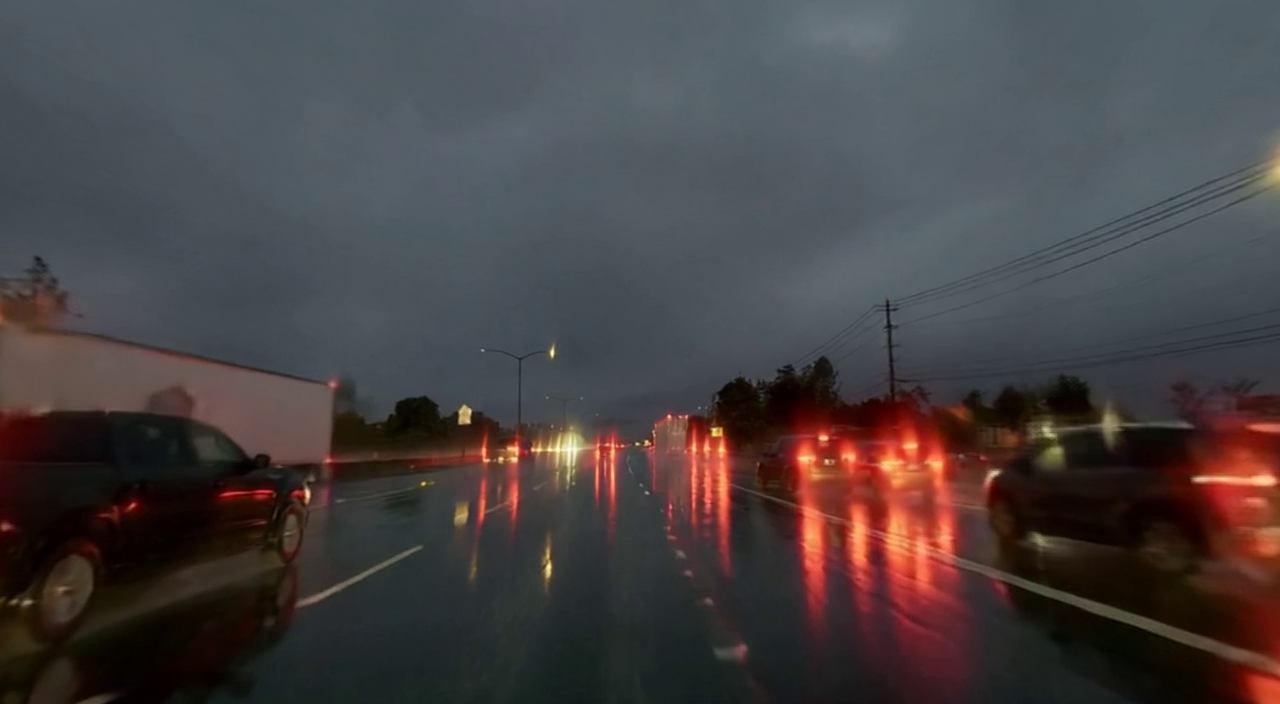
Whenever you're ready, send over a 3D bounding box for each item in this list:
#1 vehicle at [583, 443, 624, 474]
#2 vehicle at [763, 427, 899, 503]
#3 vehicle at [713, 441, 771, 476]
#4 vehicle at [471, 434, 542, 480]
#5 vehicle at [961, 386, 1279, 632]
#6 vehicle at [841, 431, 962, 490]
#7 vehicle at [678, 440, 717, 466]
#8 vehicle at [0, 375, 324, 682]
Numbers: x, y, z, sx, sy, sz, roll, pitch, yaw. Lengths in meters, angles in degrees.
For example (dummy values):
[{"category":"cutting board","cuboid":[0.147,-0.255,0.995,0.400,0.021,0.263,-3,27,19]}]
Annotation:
[{"category":"vehicle","cuboid":[-1.888,5.700,33.920,2.060,1.508,4.308,0,-8,-1]},{"category":"vehicle","cuboid":[5.062,3.072,17.576,2.086,1.783,4.868,0,-8,-2]},{"category":"vehicle","cuboid":[4.948,5.210,31.125,1.978,1.607,4.245,0,-8,-2]},{"category":"vehicle","cuboid":[-5.775,4.577,27.792,2.147,1.825,4.602,0,-8,0]},{"category":"vehicle","cuboid":[5.396,1.396,6.439,1.977,1.705,4.078,0,-8,-1]},{"category":"vehicle","cuboid":[8.818,3.703,21.799,2.018,1.802,4.749,0,-8,-2]},{"category":"vehicle","cuboid":[4.036,7.200,45.060,2.182,1.782,4.800,0,-8,-2]},{"category":"vehicle","cuboid":[-4.687,1.209,5.007,2.127,1.705,4.374,0,-8,-1]}]
